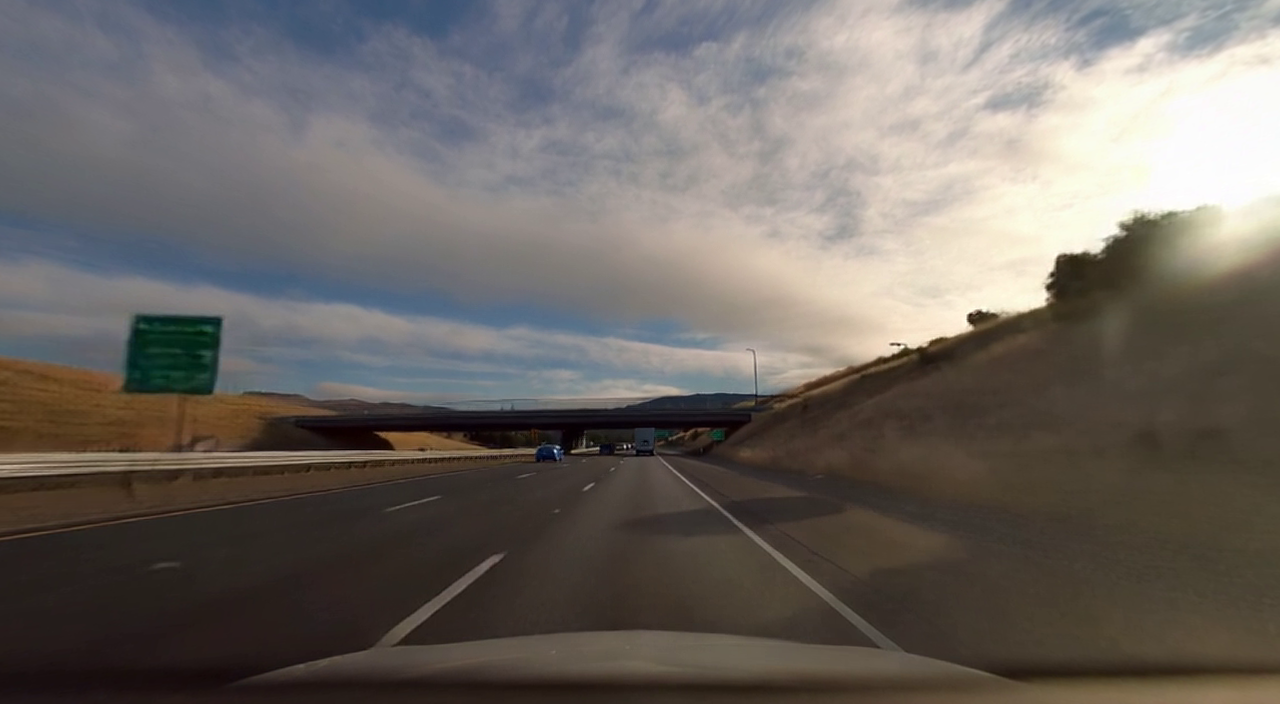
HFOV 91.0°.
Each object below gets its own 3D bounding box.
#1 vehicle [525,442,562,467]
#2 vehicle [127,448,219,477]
[{"bbox_3d":[-7.169,7.685,47.389,2.070,1.738,4.733,0,-9,0],"label":"vehicle"},{"bbox_3d":[-31.604,7.476,42.867,2.136,1.767,5.304,0,-9,1],"label":"vehicle"}]
